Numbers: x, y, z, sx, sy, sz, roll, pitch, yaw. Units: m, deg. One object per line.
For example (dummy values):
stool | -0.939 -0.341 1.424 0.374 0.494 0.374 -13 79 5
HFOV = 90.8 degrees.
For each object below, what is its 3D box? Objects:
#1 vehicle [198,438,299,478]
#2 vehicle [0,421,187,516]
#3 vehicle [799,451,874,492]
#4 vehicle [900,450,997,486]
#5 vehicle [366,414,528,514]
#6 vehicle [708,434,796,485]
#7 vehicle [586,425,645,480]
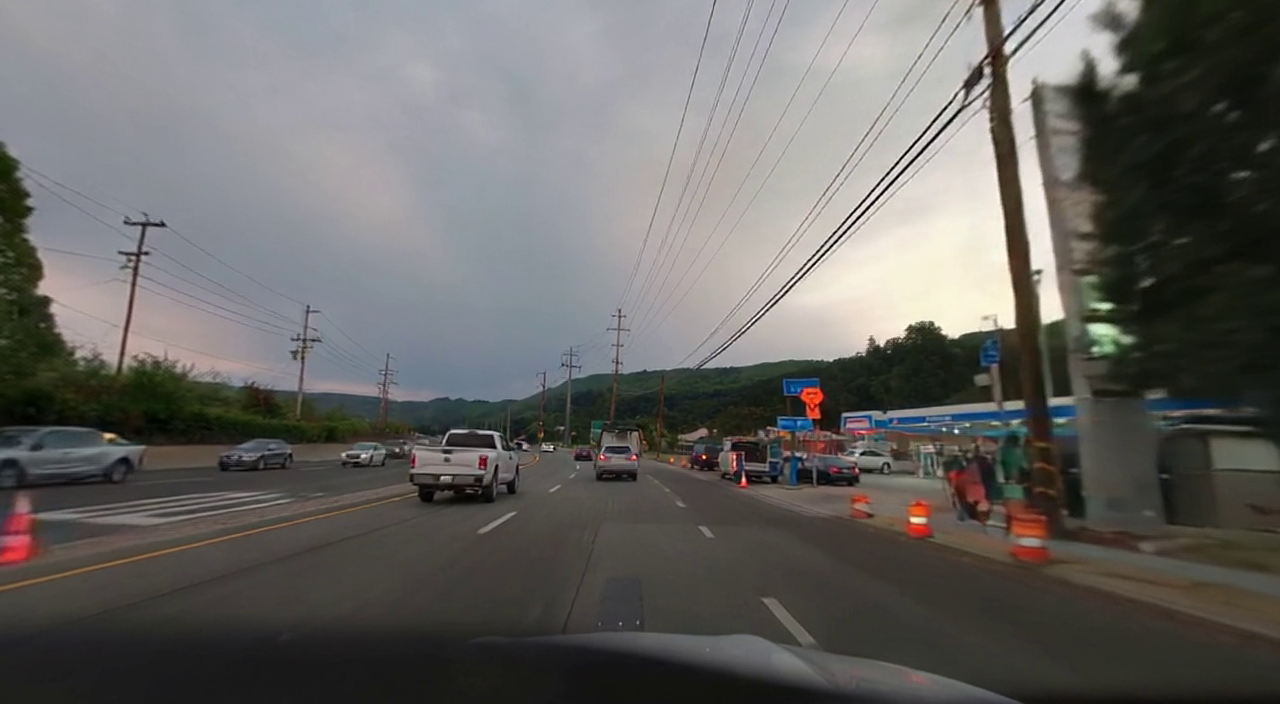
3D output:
vehicle | -17.873 4.851 29.116 1.972 1.677 4.443 0 -9 -4
vehicle | -13.180 2.554 14.249 2.136 1.787 5.145 0 -9 -1
vehicle | 8.705 5.314 28.408 1.933 1.480 4.249 2 -7 -2
vehicle | 16.680 6.264 34.460 1.986 1.771 4.809 2 -9 -15
vehicle | -4.423 2.706 15.750 2.345 2.012 5.693 0 -9 -1
vehicle | 5.240 5.188 30.943 2.706 2.199 6.527 1 -9 -4
vehicle | -1.213 4.668 29.491 2.486 2.280 5.291 0 -9 -3
